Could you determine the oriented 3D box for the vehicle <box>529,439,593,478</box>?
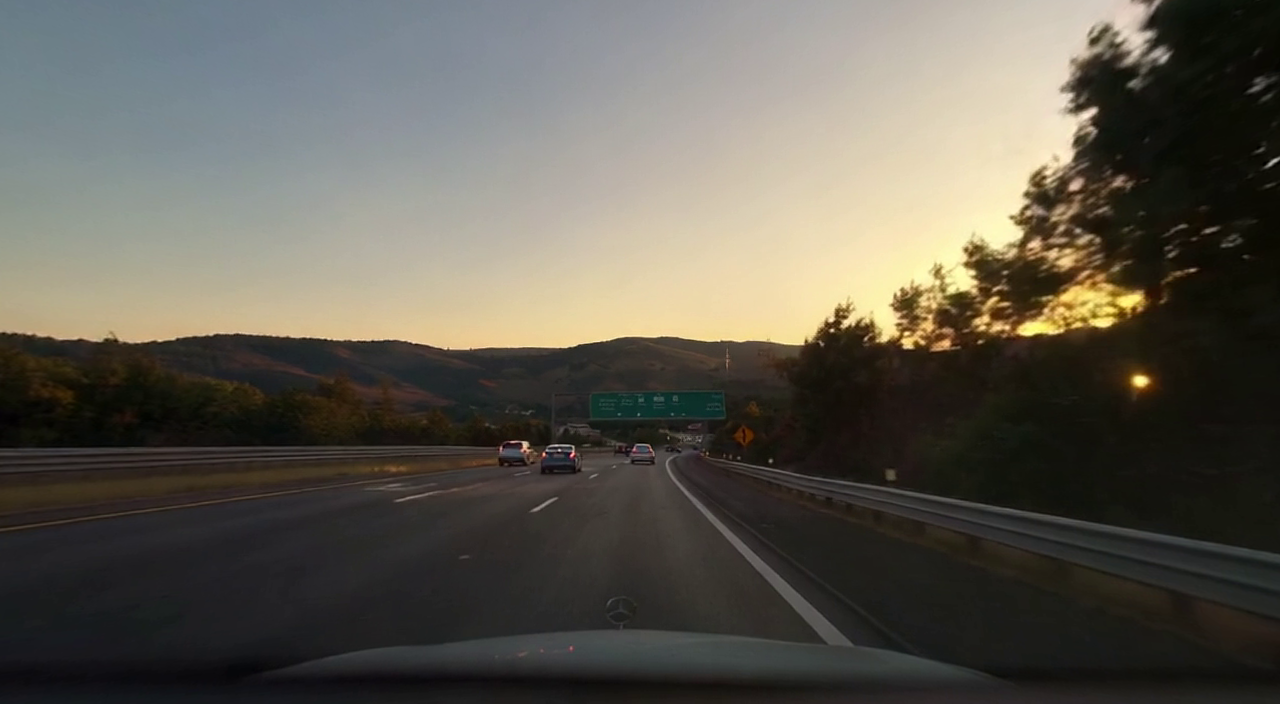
[{"bbox_3d":[-3.389,4.713,28.023,2.129,1.563,4.387,-1,-9,2],"label":"vehicle"}]

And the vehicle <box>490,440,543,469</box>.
[{"bbox_3d":[-7.127,5.976,36.759,2.002,1.543,4.466,-1,-9,2],"label":"vehicle"}]

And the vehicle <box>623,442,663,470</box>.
[{"bbox_3d":[0.230,5.993,36.343,2.129,1.502,4.321,0,-9,2],"label":"vehicle"}]
